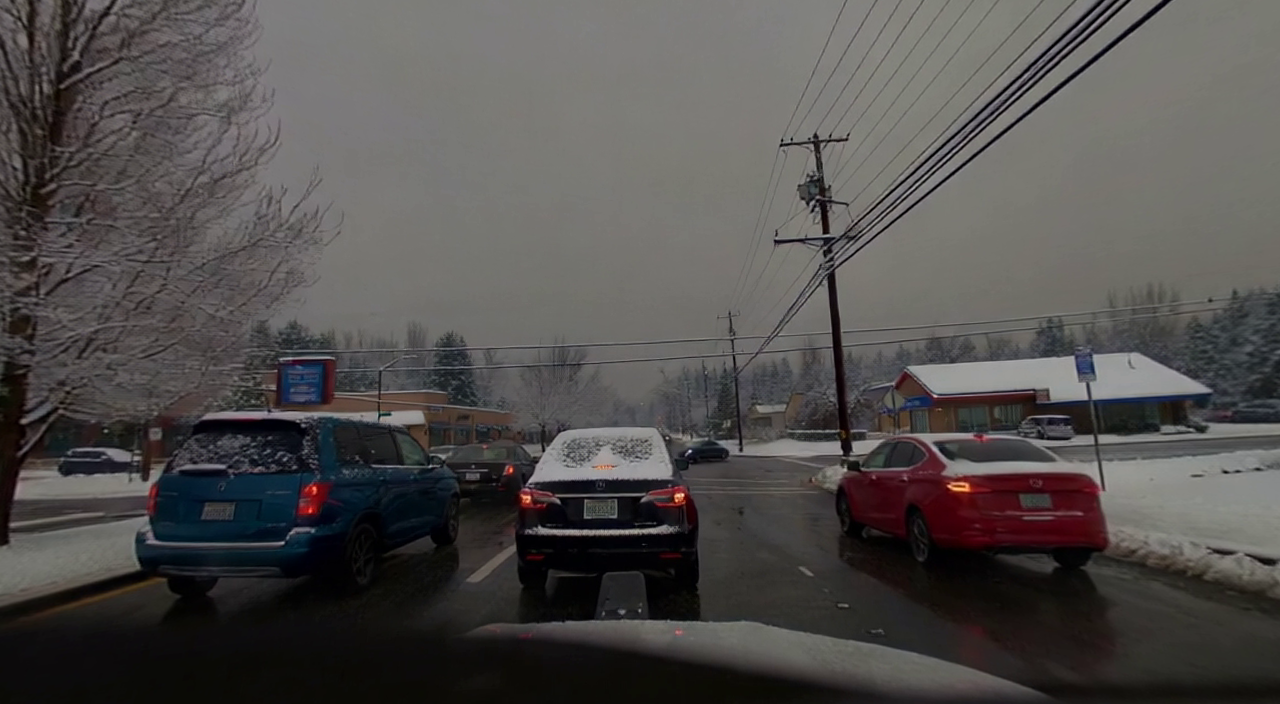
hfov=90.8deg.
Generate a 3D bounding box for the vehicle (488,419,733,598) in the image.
[{"bbox_3d":[-0.308,1.631,7.401,2.097,1.511,3.809,0,-9,-2],"label":"vehicle"}]

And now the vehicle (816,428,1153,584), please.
[{"bbox_3d":[3.914,1.802,8.275,1.909,1.473,4.361,0,-9,-1],"label":"vehicle"}]

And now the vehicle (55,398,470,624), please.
[{"bbox_3d":[-3.436,1.519,6.983,1.979,1.697,4.254,0,-9,-1],"label":"vehicle"}]

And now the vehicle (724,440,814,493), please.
[{"bbox_3d":[3.823,3.465,19.492,1.876,1.456,4.025,0,-9,-1],"label":"vehicle"}]
